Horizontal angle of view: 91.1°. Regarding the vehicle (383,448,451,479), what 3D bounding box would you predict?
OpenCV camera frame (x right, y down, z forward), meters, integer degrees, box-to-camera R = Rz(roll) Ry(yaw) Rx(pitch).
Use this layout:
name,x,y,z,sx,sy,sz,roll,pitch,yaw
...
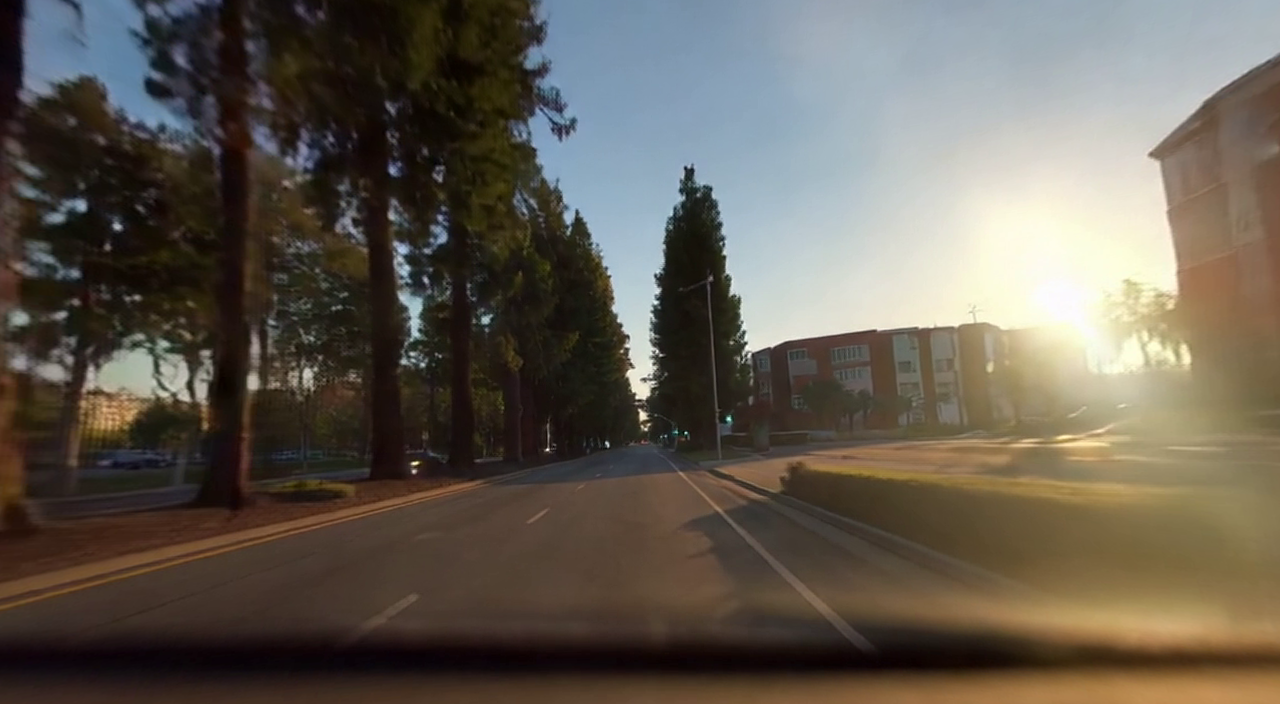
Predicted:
name,x,y,z,sx,sy,sz,roll,pitch,yaw
vehicle,-11.418,5.717,32.448,1.881,1.445,4.280,0,-8,1
